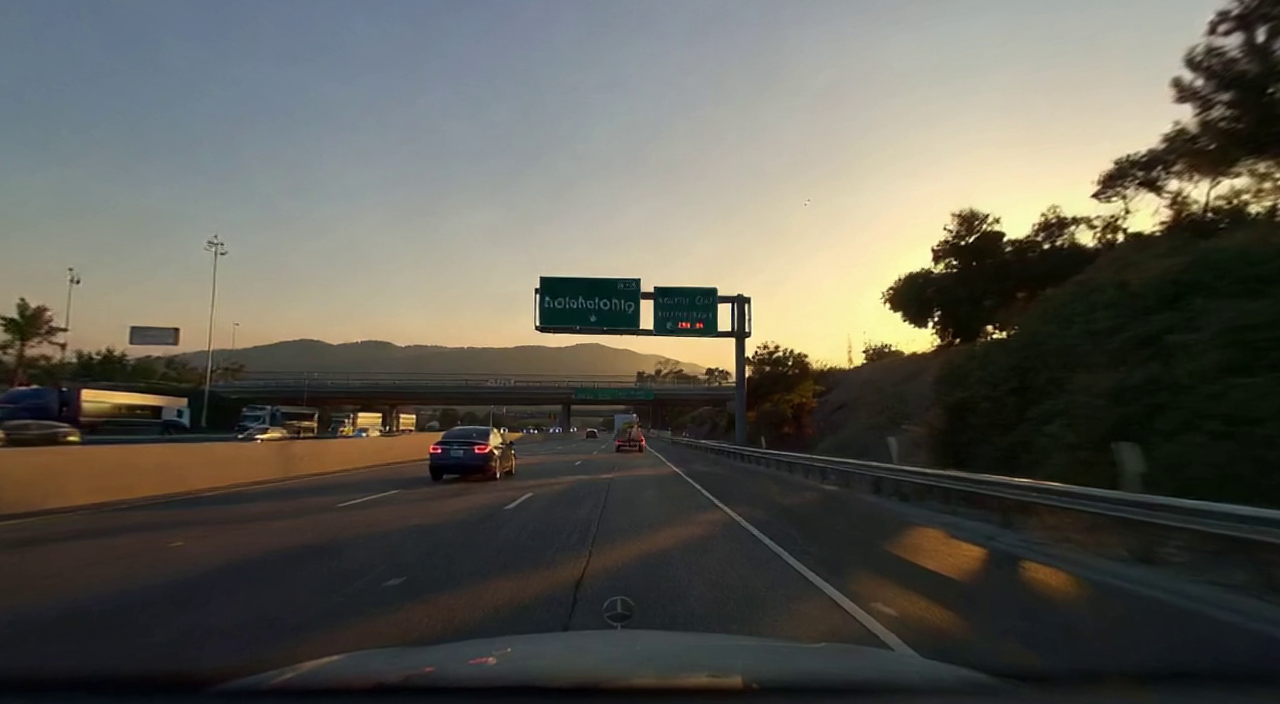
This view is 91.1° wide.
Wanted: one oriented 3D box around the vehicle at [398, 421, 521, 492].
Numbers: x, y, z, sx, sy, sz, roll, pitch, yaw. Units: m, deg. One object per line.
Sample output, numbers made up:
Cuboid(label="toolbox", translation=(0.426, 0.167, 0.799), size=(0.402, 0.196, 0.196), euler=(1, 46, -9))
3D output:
Cuboid(label="vehicle", translation=(-4.349, 2.568, 15.808), size=(1.932, 1.544, 3.864), euler=(0, -8, 0))

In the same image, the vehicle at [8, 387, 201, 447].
Cuboid(label="vehicle", translation=(-41.226, 5.381, 49.683), size=(2.897, 4.069, 14.415), euler=(0, -8, -1))

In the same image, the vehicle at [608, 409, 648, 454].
Cuboid(label="vehicle", translation=(-0.843, 5.229, 41.163), size=(2.418, 2.704, 6.445), euler=(0, -8, -2))

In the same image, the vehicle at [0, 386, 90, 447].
Cuboid(label="vehicle", translation=(-40.959, 4.386, 42.290), size=(2.965, 3.844, 5.242), euler=(1, -7, -1))
